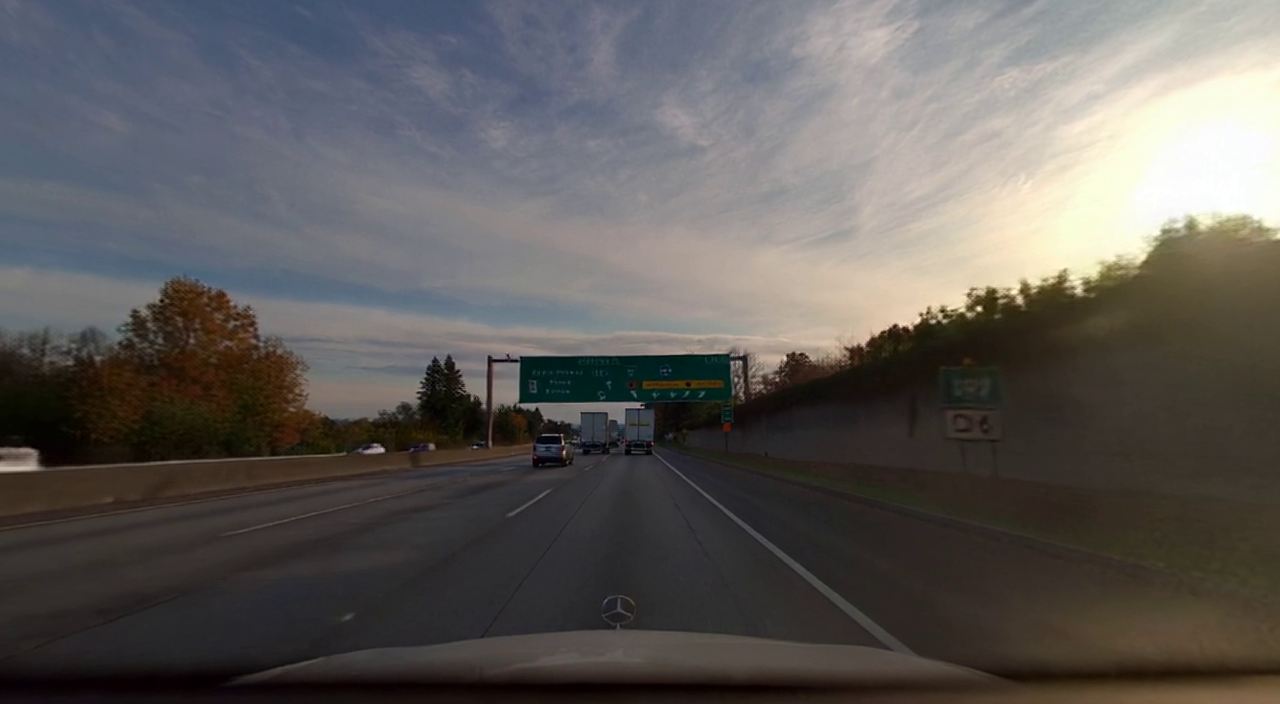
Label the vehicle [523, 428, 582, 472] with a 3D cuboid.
[{"bbox_3d":[-3.991,4.545,29.469,2.127,1.839,4.984,0,-8,-1],"label":"vehicle"}]
